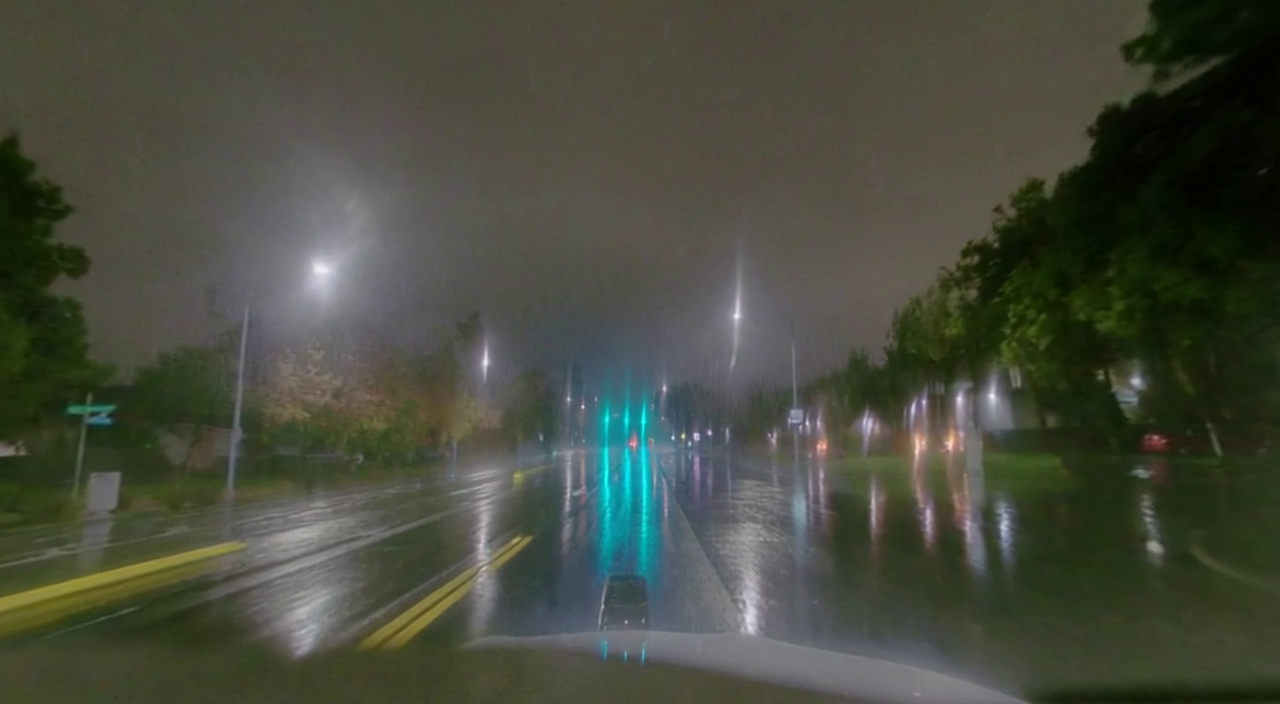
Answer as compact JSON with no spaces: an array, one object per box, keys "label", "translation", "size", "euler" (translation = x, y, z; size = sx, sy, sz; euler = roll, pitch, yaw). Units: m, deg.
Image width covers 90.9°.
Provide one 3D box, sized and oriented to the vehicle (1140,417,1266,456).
[{"label":"vehicle","translation":[28.617,4.378,32.295],"size":[2.041,1.826,4.925],"euler":[0,-8,3]}]
